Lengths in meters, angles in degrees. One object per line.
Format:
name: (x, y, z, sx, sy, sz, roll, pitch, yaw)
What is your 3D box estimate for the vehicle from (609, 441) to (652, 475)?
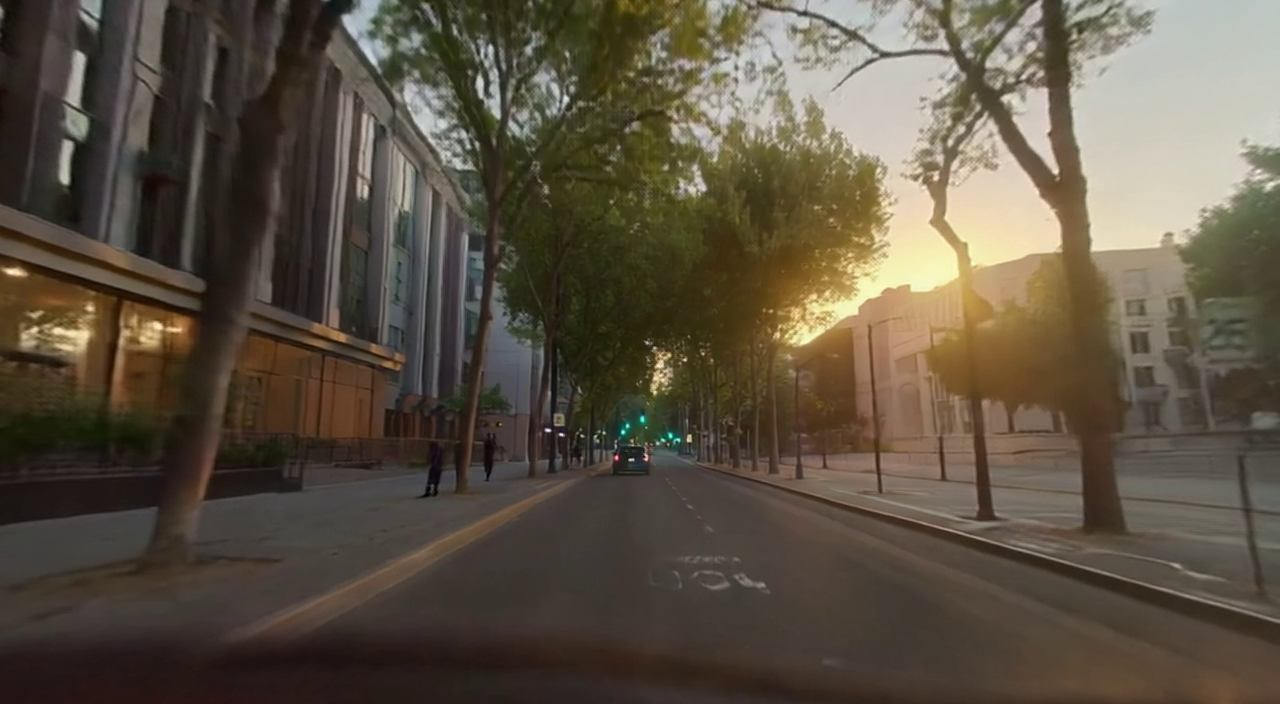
vehicle: (-0.467, 5.356, 32.067, 2.079, 1.621, 3.861, 0, -9, -1)
